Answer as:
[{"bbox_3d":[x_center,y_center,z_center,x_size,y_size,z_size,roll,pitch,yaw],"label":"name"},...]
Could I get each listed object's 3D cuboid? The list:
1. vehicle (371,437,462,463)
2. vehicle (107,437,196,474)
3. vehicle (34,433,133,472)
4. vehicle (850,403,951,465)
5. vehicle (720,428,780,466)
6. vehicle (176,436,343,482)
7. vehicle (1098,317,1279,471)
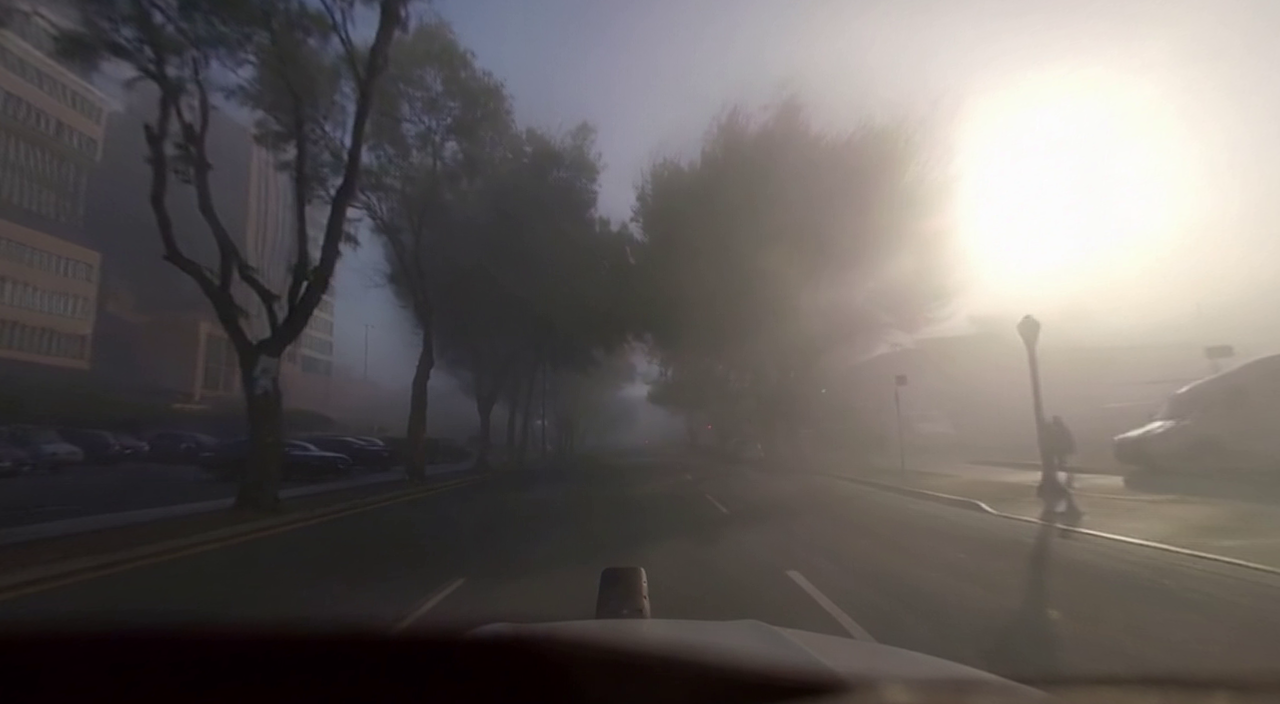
[{"bbox_3d":[-13.660,6.048,38.810,4.765,1.517,2.182,0,-9,0],"label":"vehicle"},{"bbox_3d":[-24.598,5.194,31.968,2.026,1.723,4.633,4,-8,-18],"label":"vehicle"},{"bbox_3d":[-27.333,4.926,31.201,2.026,1.723,4.322,3,-8,-18],"label":"vehicle"},{"bbox_3d":[13.239,4.290,32.646,2.935,2.889,5.499,0,-8,2],"label":"vehicle"},{"bbox_3d":[6.096,5.347,35.589,2.338,1.942,5.267,0,-8,-1],"label":"vehicle"},{"bbox_3d":[-14.508,4.097,24.365,4.954,1.614,2.227,0,-9,-4],"label":"vehicle"},{"bbox_3d":[13.730,0.923,12.947,3.046,2.906,7.271,0,-8,-1],"label":"vehicle"}]
